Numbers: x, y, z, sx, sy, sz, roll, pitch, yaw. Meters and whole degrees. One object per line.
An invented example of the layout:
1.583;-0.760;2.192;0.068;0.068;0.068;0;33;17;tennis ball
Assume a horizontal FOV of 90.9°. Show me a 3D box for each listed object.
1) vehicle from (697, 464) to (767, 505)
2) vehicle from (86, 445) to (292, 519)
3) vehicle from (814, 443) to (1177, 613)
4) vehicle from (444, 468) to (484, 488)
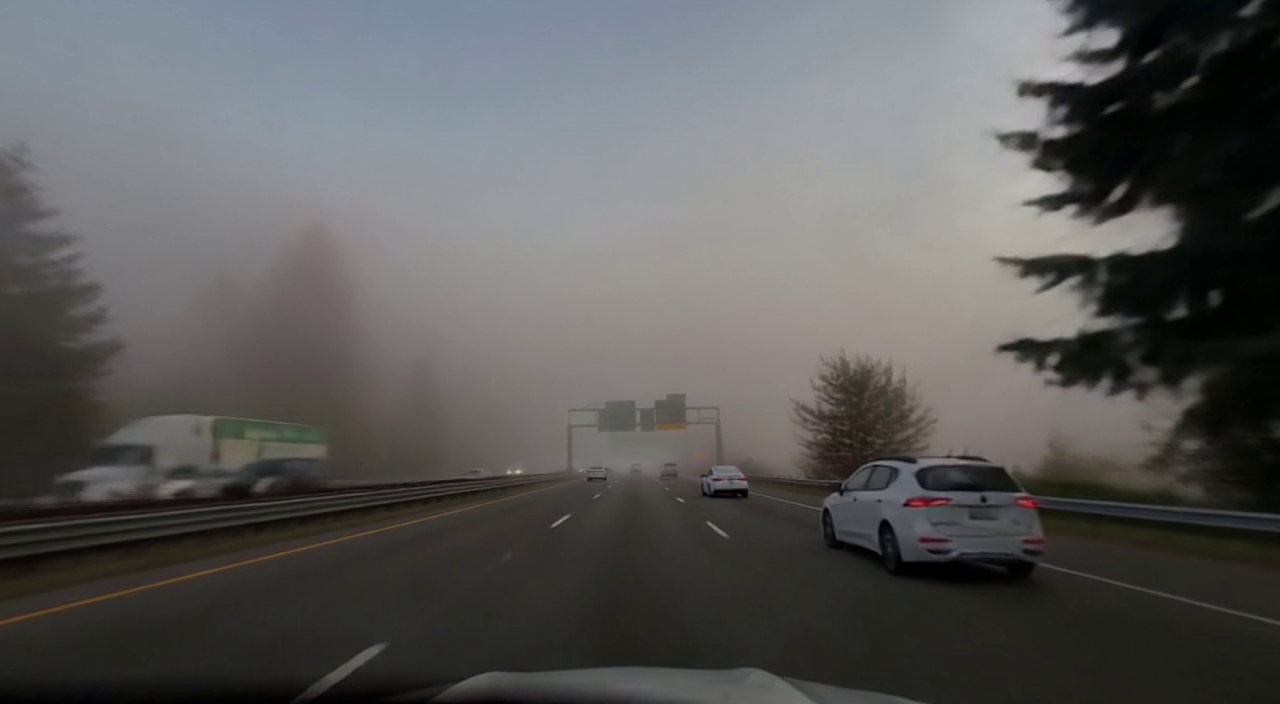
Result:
3.592;5.302;25.482;2.051;1.472;4.547;1;-11;-1;vehicle
-12.484;3.660;18.029;2.050;1.763;5.114;1;-11;0;vehicle
4.051;2.119;8.405;2.010;1.579;4.679;1;-11;-1;vehicle
-13.091;9.415;47.136;1.893;1.440;3.550;1;-11;1;vehicle
